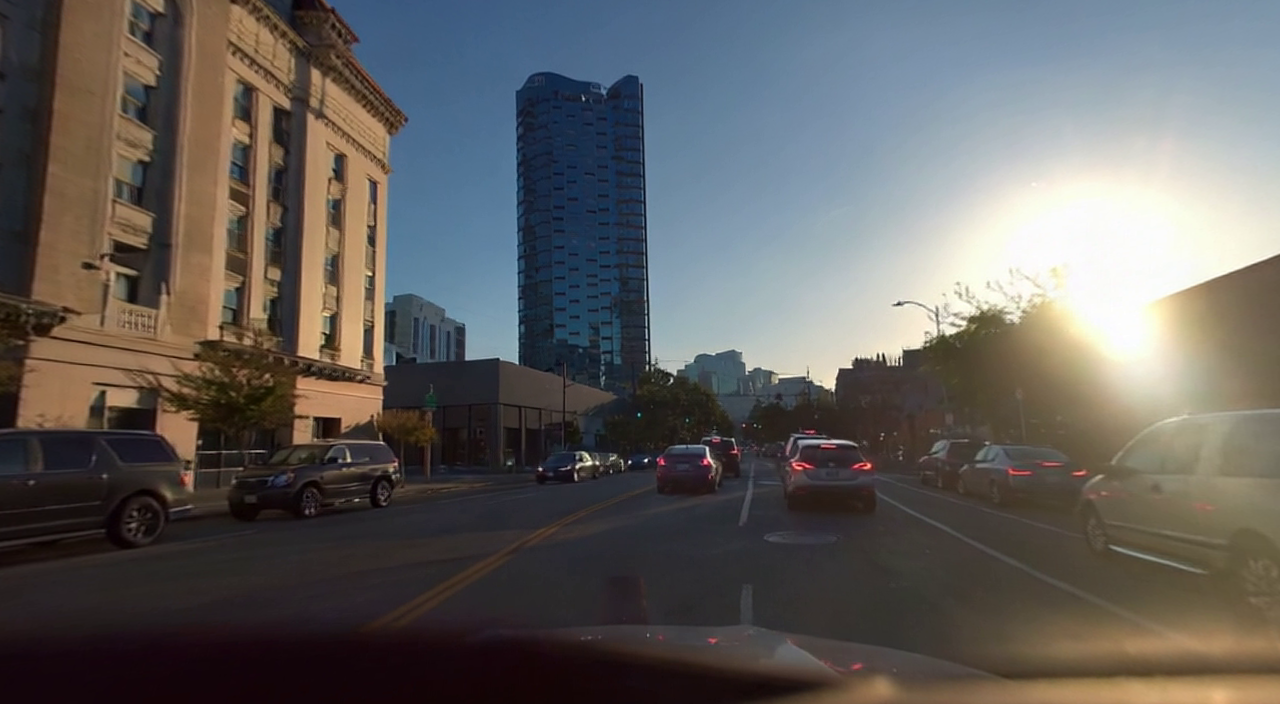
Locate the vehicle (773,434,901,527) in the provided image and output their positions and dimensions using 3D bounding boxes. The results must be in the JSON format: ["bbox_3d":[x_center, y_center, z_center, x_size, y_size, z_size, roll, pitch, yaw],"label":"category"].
[{"bbox_3d":[3.725,2.451,12.662,1.982,1.510,4.144,-2,-8,11],"label":"vehicle"}]

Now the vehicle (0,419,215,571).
[{"bbox_3d":[-8.781,1.860,8.444,2.070,1.854,4.985,-2,-8,11],"label":"vehicle"}]

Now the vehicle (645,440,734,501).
[{"bbox_3d":[1.482,3.180,17.345,2.031,1.461,3.763,-2,-8,10],"label":"vehicle"}]

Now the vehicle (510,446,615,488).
[{"bbox_3d":[-3.081,4.653,25.940,1.928,1.503,4.322,-6,-10,33],"label":"vehicle"}]

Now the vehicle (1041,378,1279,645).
[{"bbox_3d":[5.745,1.298,5.762,2.088,1.775,4.454,-2,-9,14],"label":"vehicle"}]

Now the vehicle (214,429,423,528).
[{"bbox_3d":[-7.367,2.874,15.048,1.934,1.770,4.546,-9,-10,12],"label":"vehicle"}]
